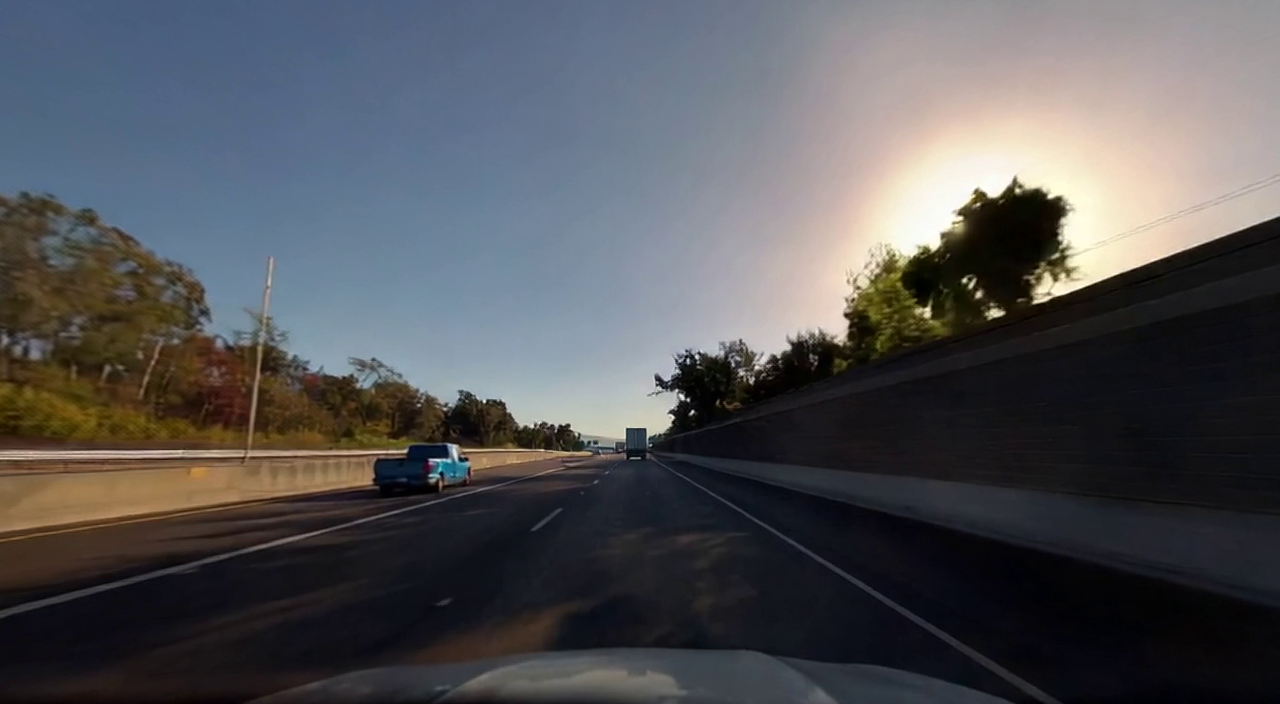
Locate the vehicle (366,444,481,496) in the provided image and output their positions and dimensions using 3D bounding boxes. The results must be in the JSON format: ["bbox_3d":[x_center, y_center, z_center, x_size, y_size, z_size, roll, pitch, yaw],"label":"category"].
[{"bbox_3d":[-6.944,3.828,20.882,2.017,1.468,5.031,0,-9,0],"label":"vehicle"}]
